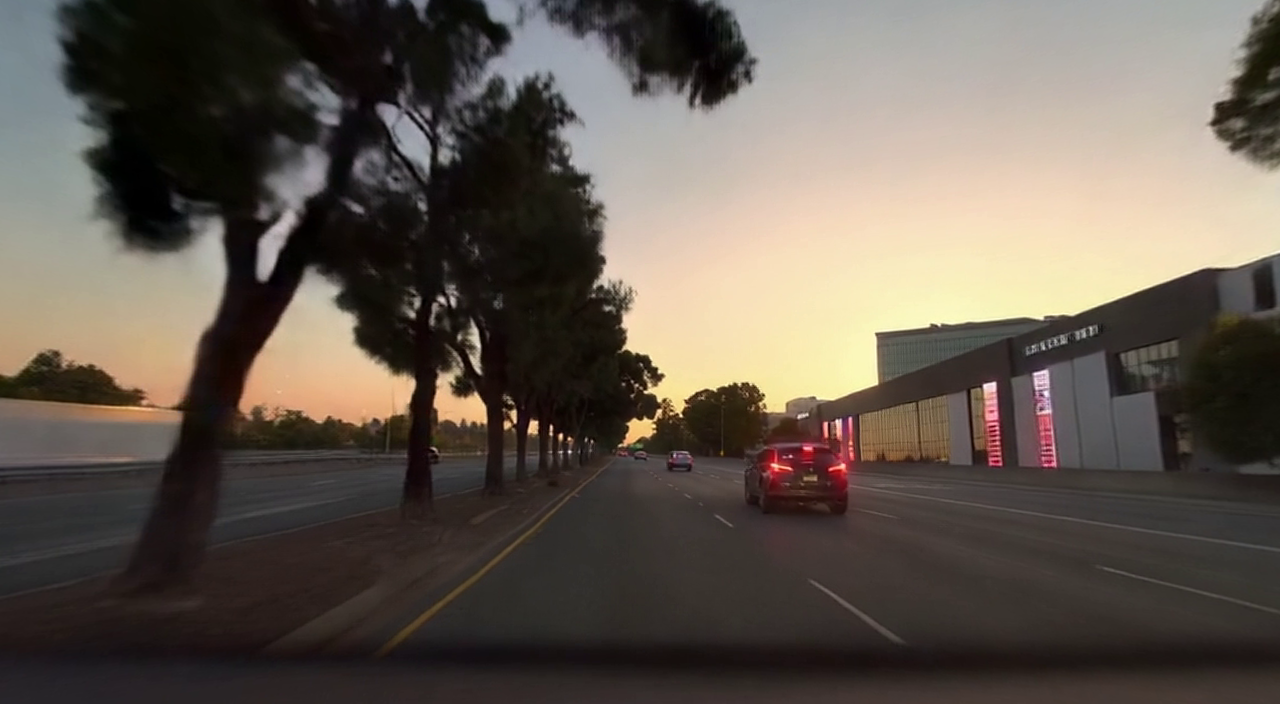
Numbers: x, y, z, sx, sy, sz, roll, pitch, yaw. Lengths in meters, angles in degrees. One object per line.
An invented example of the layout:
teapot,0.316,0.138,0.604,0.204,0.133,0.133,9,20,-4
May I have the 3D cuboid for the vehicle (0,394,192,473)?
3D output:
vehicle,-36.560,4.946,37.699,3.270,4.373,16.531,-4,-9,22
